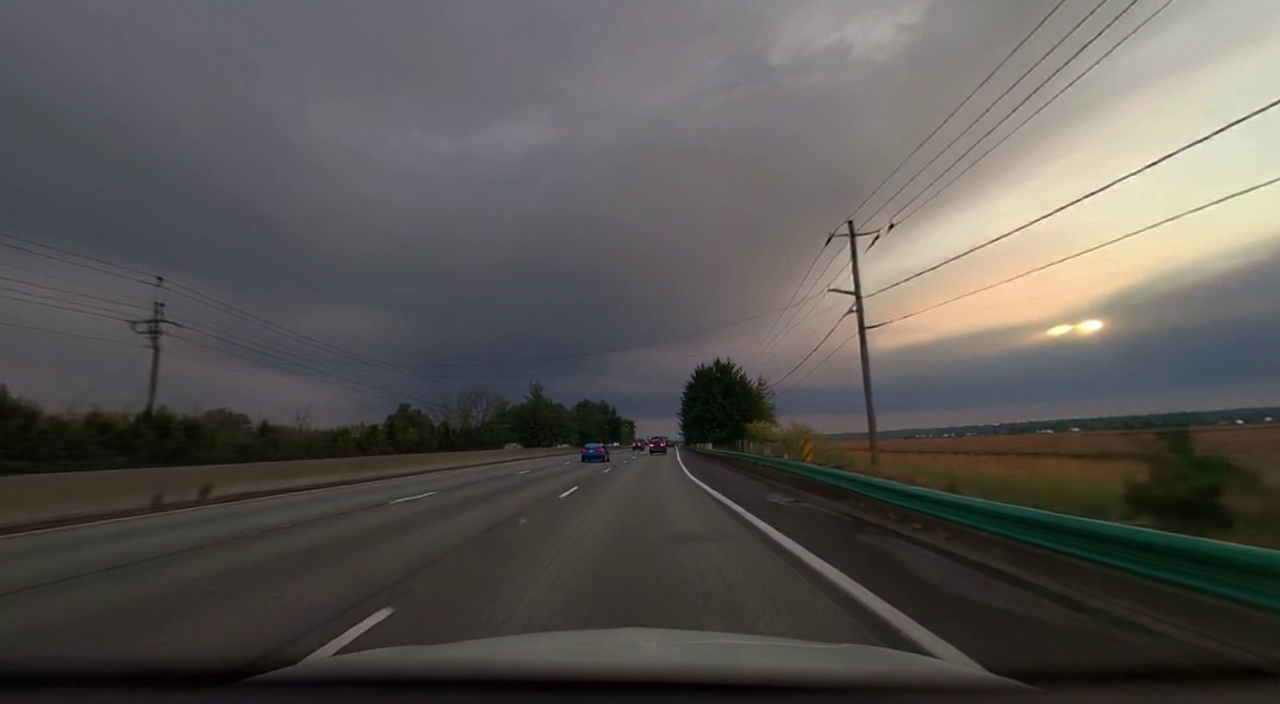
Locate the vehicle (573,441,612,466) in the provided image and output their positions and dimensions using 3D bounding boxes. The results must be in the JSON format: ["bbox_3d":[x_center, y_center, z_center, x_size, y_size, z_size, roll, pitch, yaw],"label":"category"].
[{"bbox_3d":[-2.939,6.388,39.828,2.021,1.515,4.453,0,-8,2],"label":"vehicle"}]
